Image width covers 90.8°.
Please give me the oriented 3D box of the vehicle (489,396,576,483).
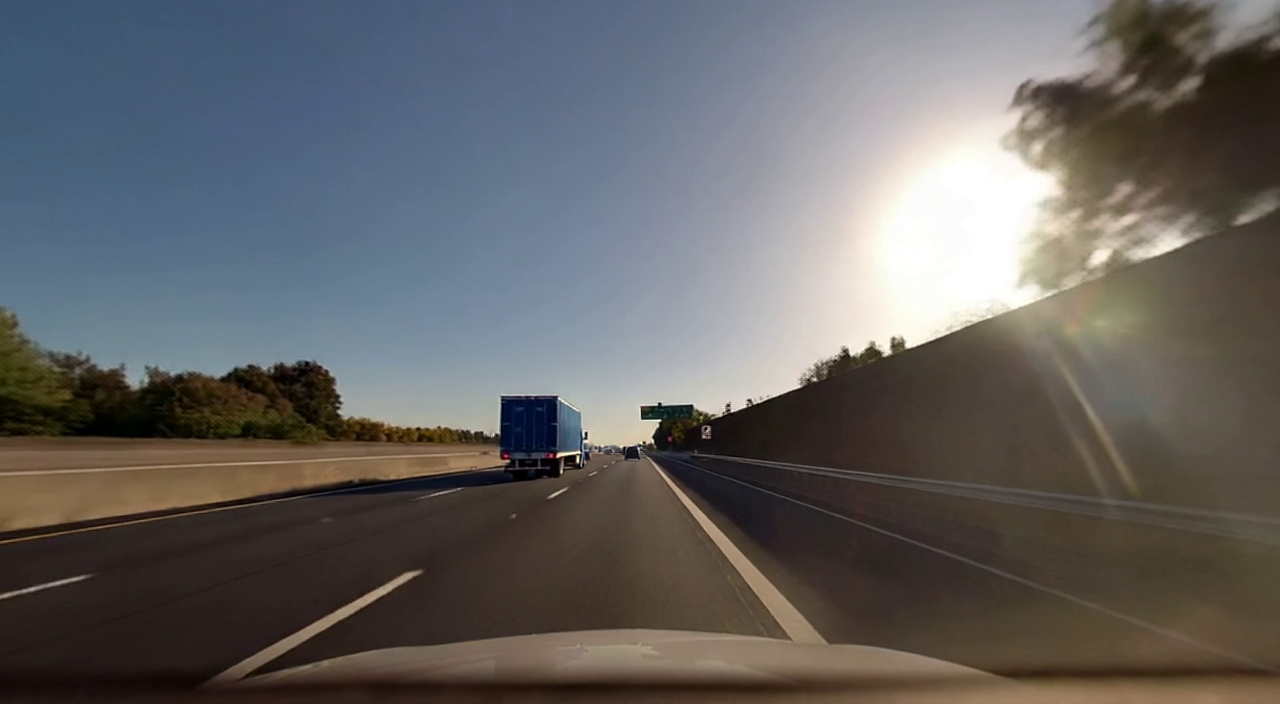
[{"bbox_3d":[-4.665,4.050,29.001,2.707,3.461,7.191,0,-9,0],"label":"vehicle"}]
